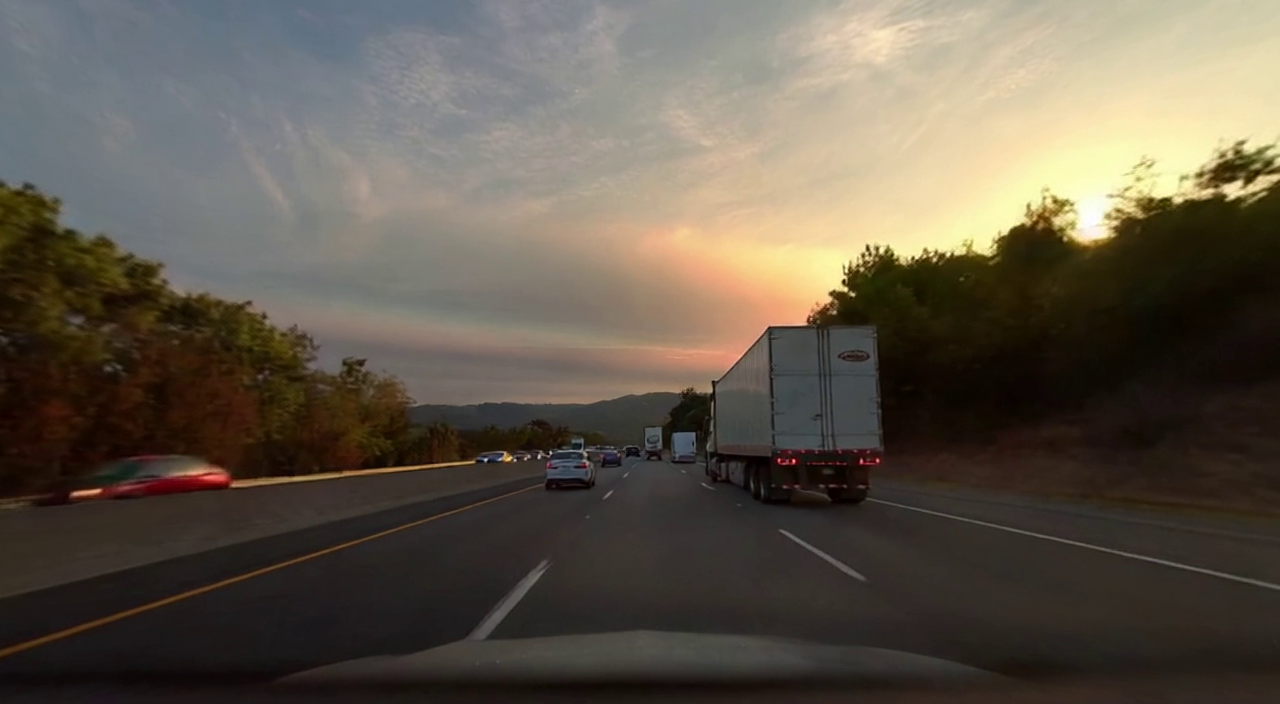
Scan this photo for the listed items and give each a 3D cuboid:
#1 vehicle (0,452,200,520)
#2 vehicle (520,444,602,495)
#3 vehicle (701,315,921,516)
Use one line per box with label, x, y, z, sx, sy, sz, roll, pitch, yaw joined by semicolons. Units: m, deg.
vehicle;-14.845;3.560;17.361;2.009;1.600;4.723;0;-9;1
vehicle;-2.530;3.958;21.632;2.104;1.526;4.940;0;-9;1
vehicle;4.144;2.376;20.021;2.974;4.083;14.389;0;-9;0
